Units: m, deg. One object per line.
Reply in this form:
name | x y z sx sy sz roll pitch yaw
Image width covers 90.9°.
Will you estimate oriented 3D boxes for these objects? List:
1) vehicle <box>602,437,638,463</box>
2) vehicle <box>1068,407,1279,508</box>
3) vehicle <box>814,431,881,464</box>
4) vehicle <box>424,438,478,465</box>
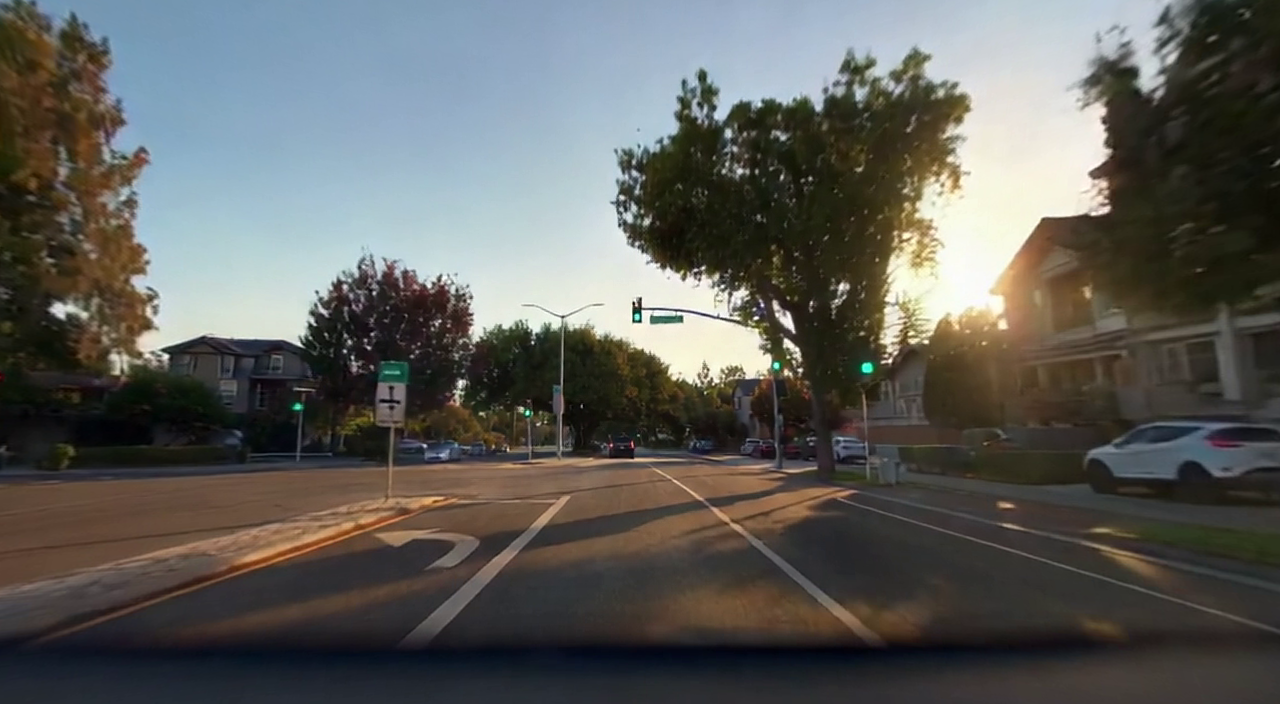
vehicle | -1.214 5.950 38.524 2.113 1.462 4.203 0 -8 -2
vehicle | 11.791 2.188 13.451 2.053 1.759 4.494 0 -8 -1
vehicle | 11.331 5.263 34.783 2.018 1.665 4.576 0 -8 -2
vehicle | -11.318 5.973 38.118 1.995 1.485 4.560 0 -8 -2
